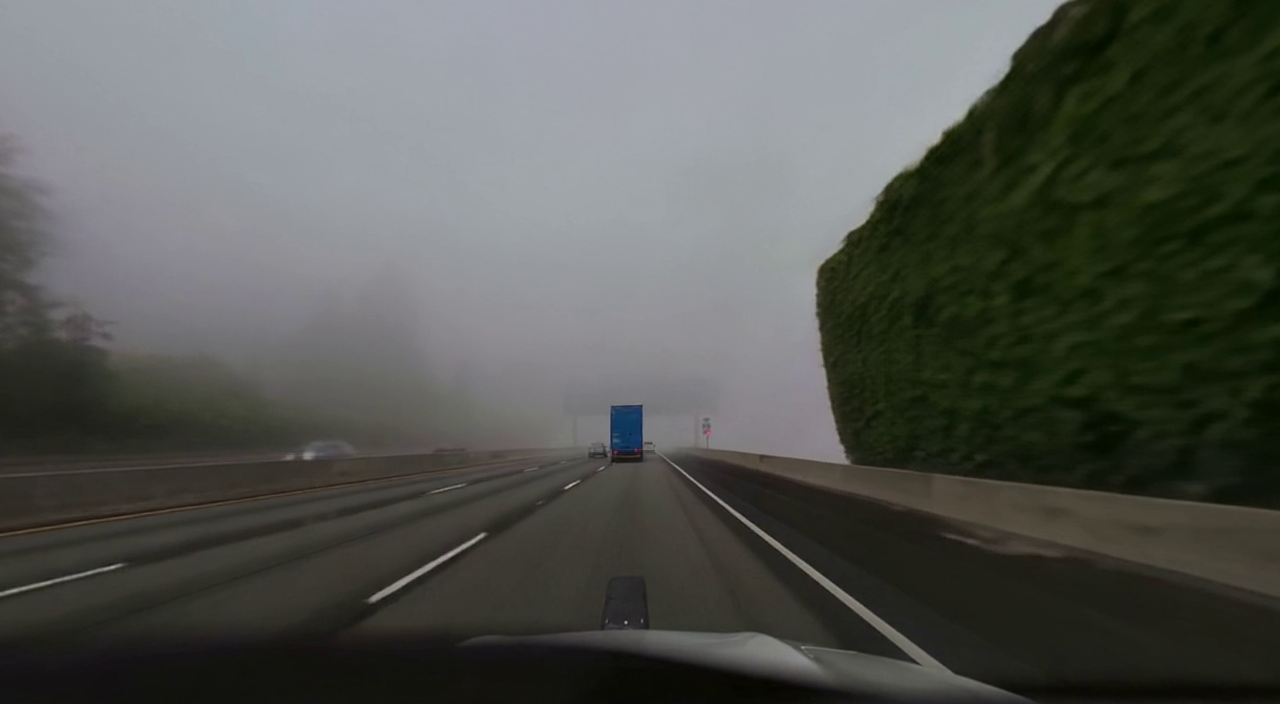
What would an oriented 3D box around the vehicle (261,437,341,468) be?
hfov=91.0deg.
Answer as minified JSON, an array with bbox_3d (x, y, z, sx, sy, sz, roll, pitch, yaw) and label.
[{"bbox_3d":[-19.222,5.720,35.938,2.012,1.642,4.573,0,-8,1],"label":"vehicle"}]
